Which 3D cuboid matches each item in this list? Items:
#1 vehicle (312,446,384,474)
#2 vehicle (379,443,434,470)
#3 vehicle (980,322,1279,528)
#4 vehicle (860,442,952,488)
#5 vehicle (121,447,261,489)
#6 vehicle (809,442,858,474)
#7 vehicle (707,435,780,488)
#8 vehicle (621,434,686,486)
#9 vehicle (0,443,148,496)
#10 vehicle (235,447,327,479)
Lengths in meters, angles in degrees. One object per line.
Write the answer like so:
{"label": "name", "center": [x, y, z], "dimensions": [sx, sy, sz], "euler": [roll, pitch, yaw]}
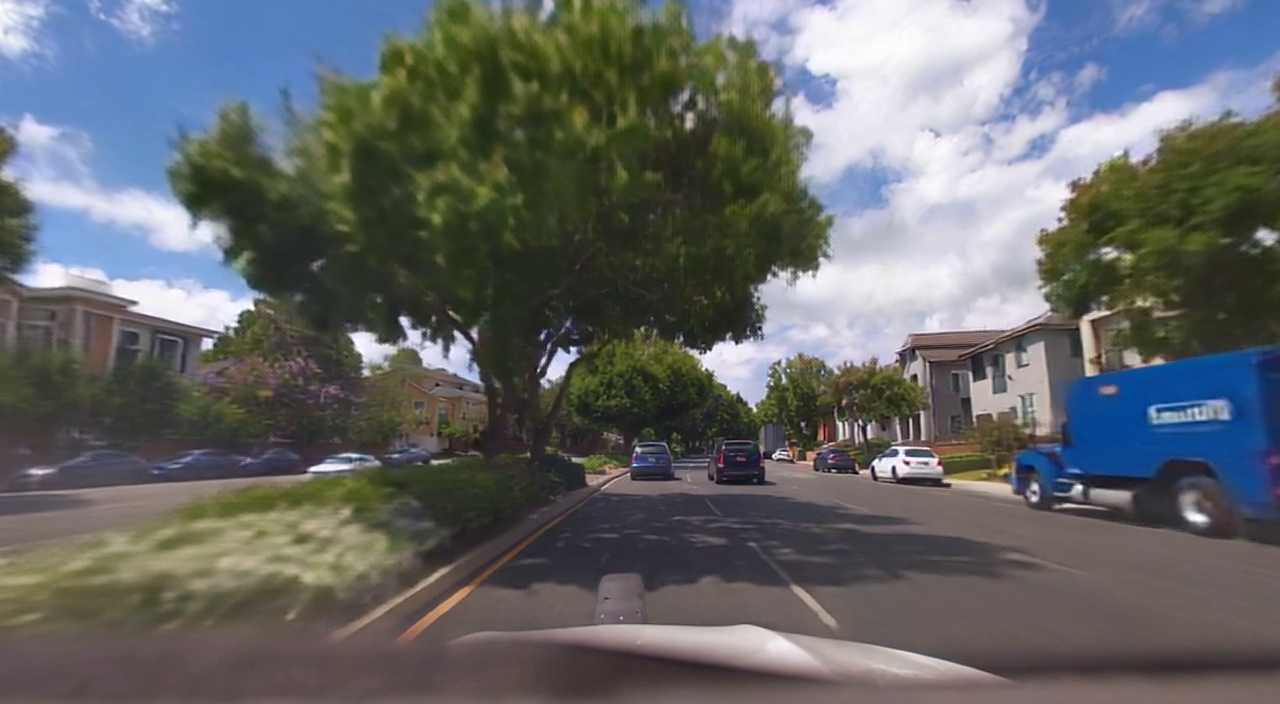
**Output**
{"label": "vehicle", "center": [-17.666, 6.585, 38.468], "dimensions": [2.023, 1.561, 4.497], "euler": [-3, -10, 3]}
{"label": "vehicle", "center": [-16.836, 7.546, 45.774], "dimensions": [2.175, 1.819, 4.703], "euler": [0, -8, 0]}
{"label": "vehicle", "center": [10.953, 1.686, 13.329], "dimensions": [3.705, 3.221, 6.779], "euler": [-2, -10, 1]}
{"label": "vehicle", "center": [11.221, 4.745, 27.077], "dimensions": [2.080, 1.744, 4.889], "euler": [0, -8, 4]}
{"label": "vehicle", "center": [-18.414, 4.767, 26.314], "dimensions": [1.951, 1.513, 5.107], "euler": [-3, -9, 2]}
{"label": "vehicle", "center": [11.986, 6.599, 39.513], "dimensions": [1.938, 1.860, 4.690], "euler": [-1, -9, 5]}
{"label": "vehicle", "center": [3.823, 4.140, 24.099], "dimensions": [2.033, 1.823, 4.409], "euler": [0, -9, 0]}
{"label": "vehicle", "center": [0.594, 4.297, 25.417], "dimensions": [2.345, 1.841, 5.032], "euler": [0, -9, 2]}
{"label": "vehicle", "center": [-18.674, 3.778, 20.519], "dimensions": [1.845, 1.512, 4.316], "euler": [-2, -9, 1]}
{"label": "vehicle", "center": [-18.213, 5.729, 32.339], "dimensions": [1.849, 1.455, 4.606], "euler": [-2, -11, 3]}
